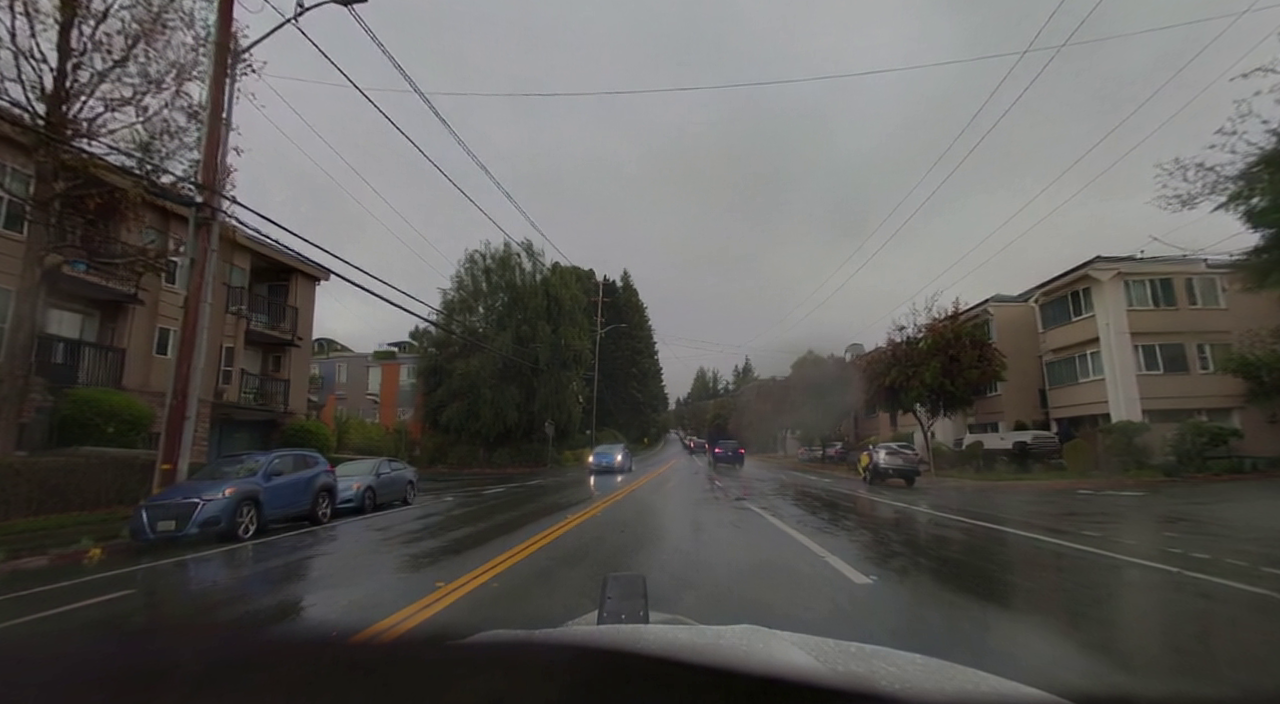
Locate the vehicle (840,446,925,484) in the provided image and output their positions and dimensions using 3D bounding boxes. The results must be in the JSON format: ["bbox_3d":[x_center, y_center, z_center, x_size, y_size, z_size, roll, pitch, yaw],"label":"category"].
[{"bbox_3d":[10.325,4.800,27.123,1.935,1.478,4.711,-1,-8,2],"label":"vehicle"}]

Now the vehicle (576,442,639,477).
[{"bbox_3d":[-1.384,4.904,28.898,2.155,1.436,4.501,-1,-8,7],"label":"vehicle"}]

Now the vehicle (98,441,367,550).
[{"bbox_3d":[-8.001,2.810,13.120,2.381,1.825,4.652,-1,-8,2],"label":"vehicle"}]

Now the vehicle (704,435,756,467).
[{"bbox_3d":[5.052,5.655,35.977,2.306,1.719,4.805,0,-8,0],"label":"vehicle"}]
